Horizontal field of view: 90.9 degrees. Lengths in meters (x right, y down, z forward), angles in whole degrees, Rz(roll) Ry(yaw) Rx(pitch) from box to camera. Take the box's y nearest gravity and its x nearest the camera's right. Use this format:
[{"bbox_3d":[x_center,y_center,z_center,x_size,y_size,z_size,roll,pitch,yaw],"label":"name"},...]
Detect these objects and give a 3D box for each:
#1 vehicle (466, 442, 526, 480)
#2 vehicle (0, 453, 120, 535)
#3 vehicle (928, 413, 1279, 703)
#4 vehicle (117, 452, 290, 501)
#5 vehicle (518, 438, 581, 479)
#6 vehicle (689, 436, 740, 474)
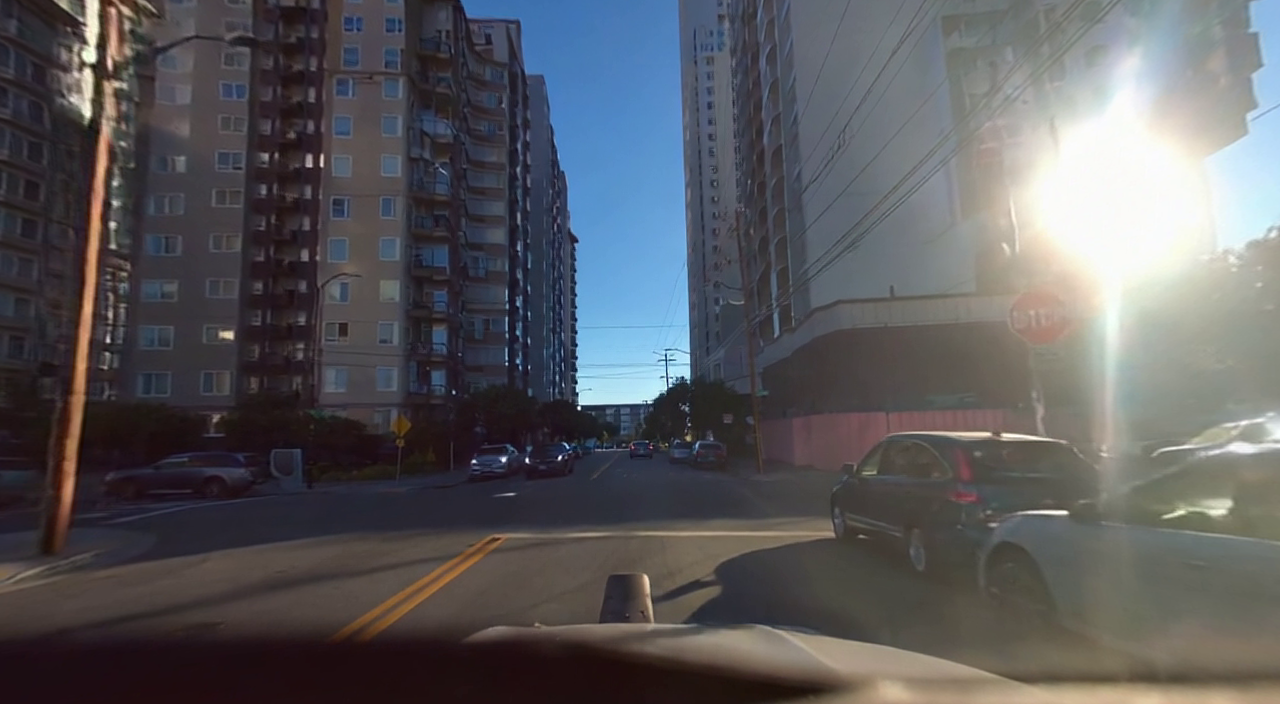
[{"bbox_3d":[-7.579,5.778,33.760,2.140,1.874,4.475,0,-9,0],"label":"vehicle"},{"bbox_3d":[-16.522,3.509,15.505,5.392,1.808,2.324,-2,-9,0],"label":"vehicle"},{"bbox_3d":[3.406,1.057,2.910,1.888,1.495,4.567,0,-9,-1],"label":"vehicle"},{"bbox_3d":[-17.214,4.902,25.067,5.354,1.773,1.991,0,-9,0],"label":"vehicle"},{"bbox_3d":[-4.248,5.112,30.464,2.201,1.801,4.750,-1,-9,1],"label":"vehicle"},{"bbox_3d":[3.839,5.406,33.287,2.164,1.721,4.416,-4,-9,1],"label":"vehicle"}]
